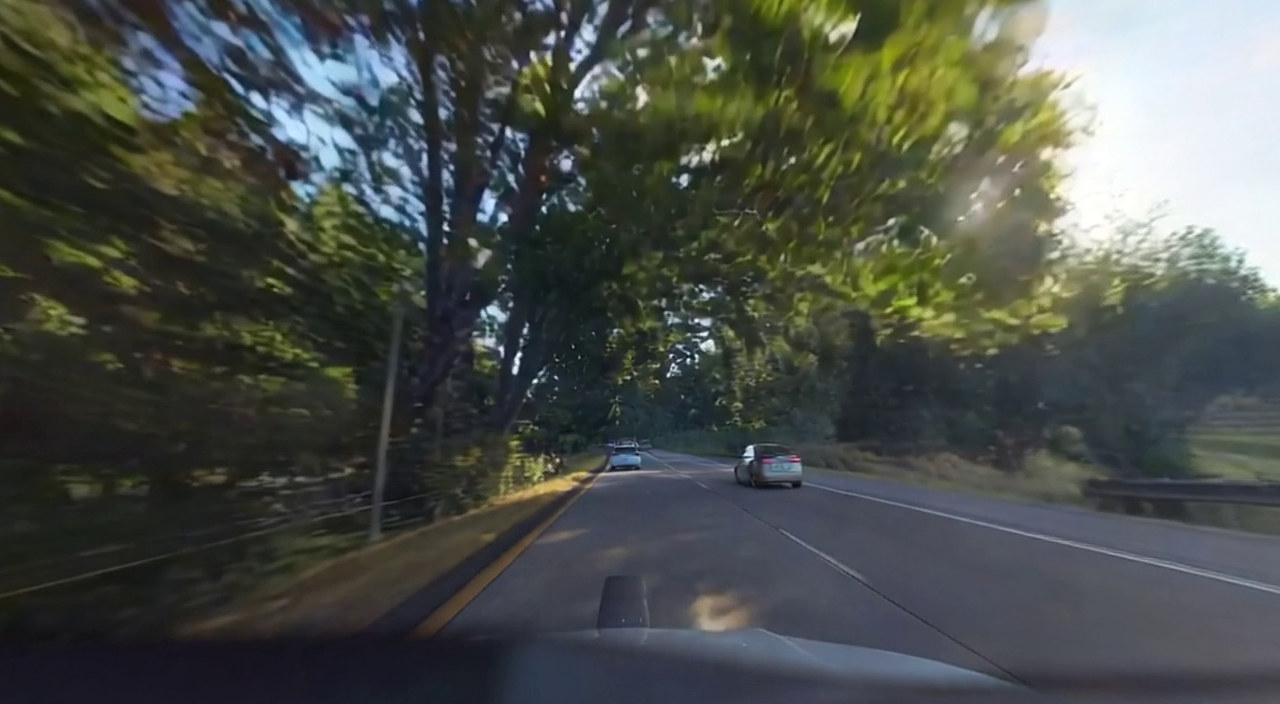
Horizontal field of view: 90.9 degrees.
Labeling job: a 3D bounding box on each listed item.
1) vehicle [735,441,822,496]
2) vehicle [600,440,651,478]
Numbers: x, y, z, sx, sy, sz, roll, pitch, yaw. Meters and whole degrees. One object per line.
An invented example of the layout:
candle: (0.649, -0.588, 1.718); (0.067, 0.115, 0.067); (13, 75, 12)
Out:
vehicle: (4.033, 3.446, 18.895); (1.757, 1.459, 3.398); (0, -9, -1)
vehicle: (-0.632, 4.818, 28.570); (2.120, 1.575, 4.018); (0, -9, 0)
